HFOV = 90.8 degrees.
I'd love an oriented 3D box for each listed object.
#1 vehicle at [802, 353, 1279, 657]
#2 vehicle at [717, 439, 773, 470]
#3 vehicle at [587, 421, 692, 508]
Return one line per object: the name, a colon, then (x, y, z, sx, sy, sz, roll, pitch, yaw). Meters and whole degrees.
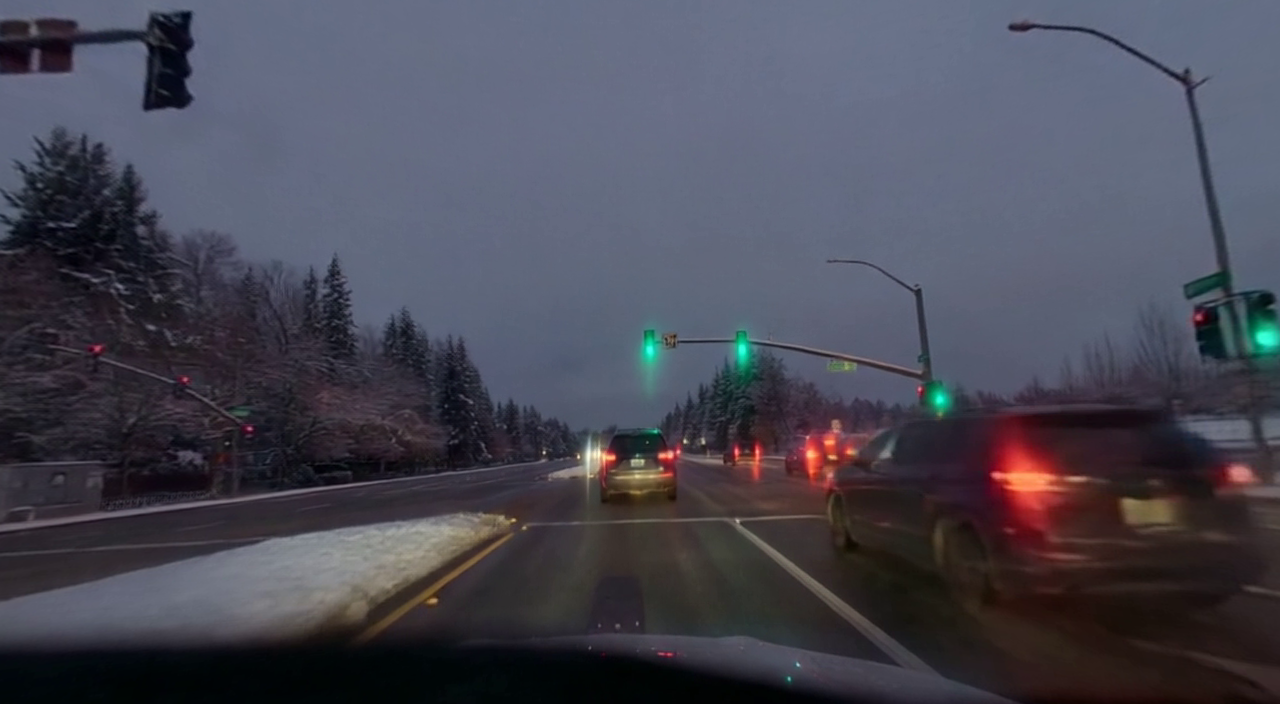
vehicle: (3.399, 1.290, 6.420, 2.057, 1.788, 5.216, -1, -9, 0)
vehicle: (6.339, 6.296, 38.930, 2.440, 1.775, 4.791, 0, -9, -2)
vehicle: (-0.059, 2.834, 16.237, 2.353, 1.894, 4.122, 0, -9, -1)
